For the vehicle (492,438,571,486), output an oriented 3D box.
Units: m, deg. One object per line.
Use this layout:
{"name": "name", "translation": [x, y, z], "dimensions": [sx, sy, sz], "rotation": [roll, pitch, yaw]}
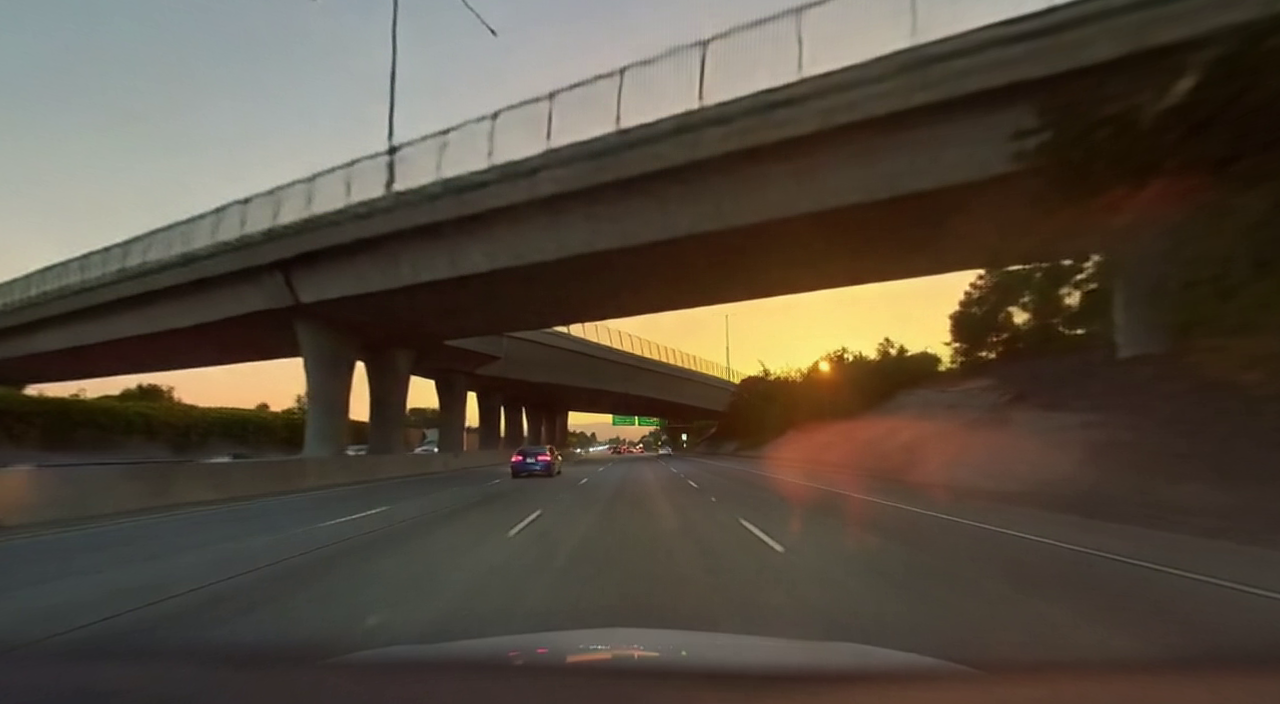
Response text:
{"name": "vehicle", "translation": [-3.748, 3.881, 22.611], "dimensions": [2.037, 1.514, 4.335], "rotation": [0, -8, 0]}
